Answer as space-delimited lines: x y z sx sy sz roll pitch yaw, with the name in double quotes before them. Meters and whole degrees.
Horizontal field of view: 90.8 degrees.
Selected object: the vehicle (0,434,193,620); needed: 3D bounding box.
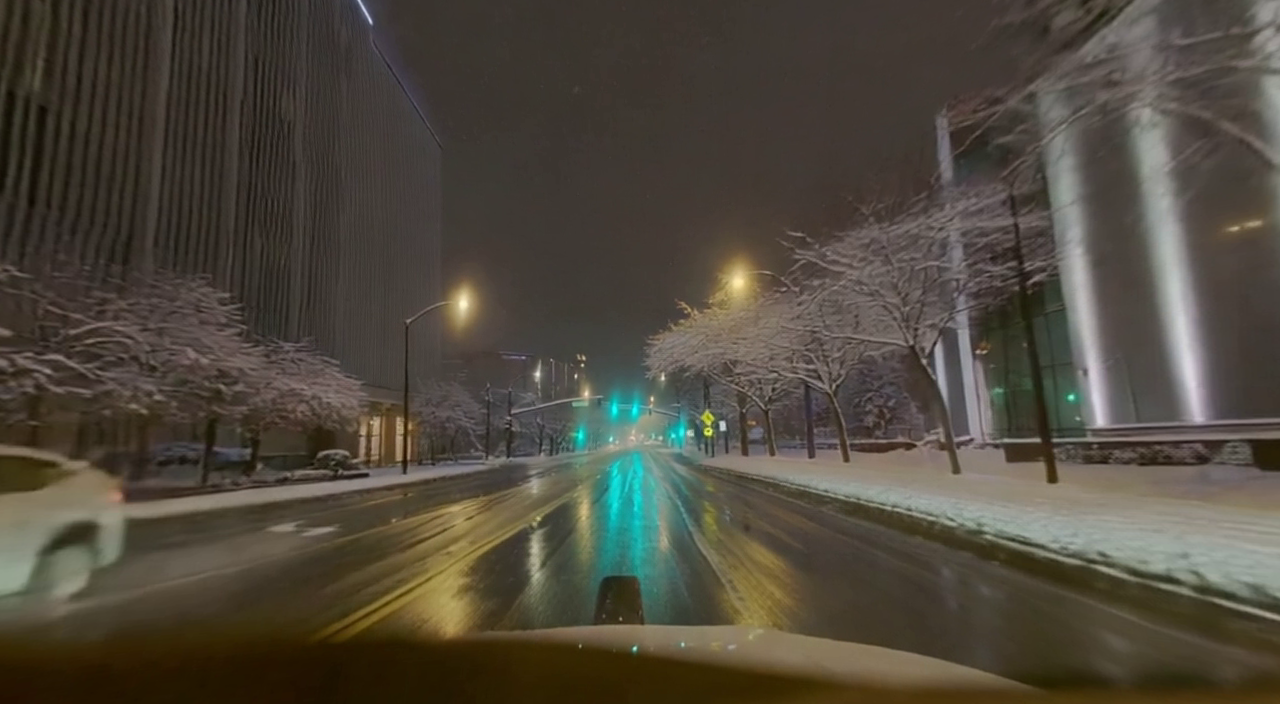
"vehicle" -6.472 1.455 5.128 2.037 1.563 4.754 -1 -8 3
